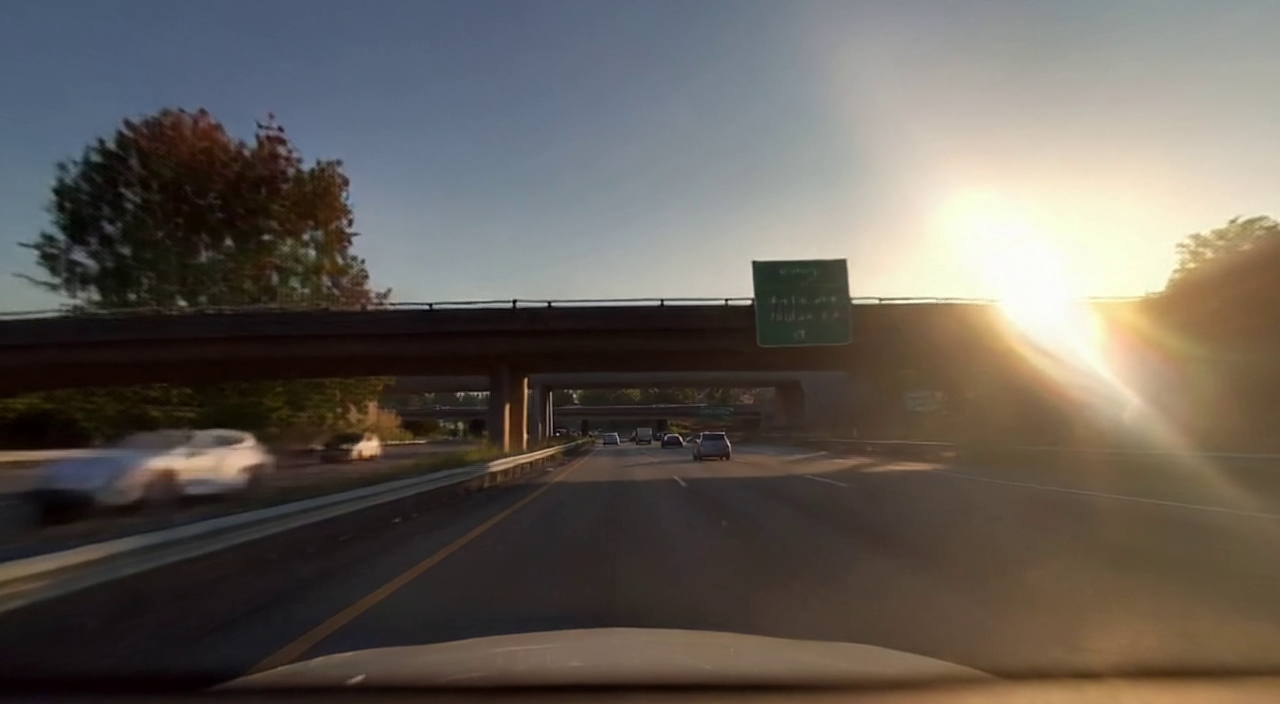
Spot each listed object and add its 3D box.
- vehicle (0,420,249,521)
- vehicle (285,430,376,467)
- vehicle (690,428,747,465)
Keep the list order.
[{"bbox_3d":[-8.957,1.972,11.064,1.815,1.452,3.760,0,-8,-1],"label":"vehicle"},{"bbox_3d":[-13.337,4.173,27.520,1.825,1.476,4.273,0,-8,0],"label":"vehicle"},{"bbox_3d":[3.526,4.287,28.885,1.938,1.578,3.764,0,-8,-3],"label":"vehicle"}]
